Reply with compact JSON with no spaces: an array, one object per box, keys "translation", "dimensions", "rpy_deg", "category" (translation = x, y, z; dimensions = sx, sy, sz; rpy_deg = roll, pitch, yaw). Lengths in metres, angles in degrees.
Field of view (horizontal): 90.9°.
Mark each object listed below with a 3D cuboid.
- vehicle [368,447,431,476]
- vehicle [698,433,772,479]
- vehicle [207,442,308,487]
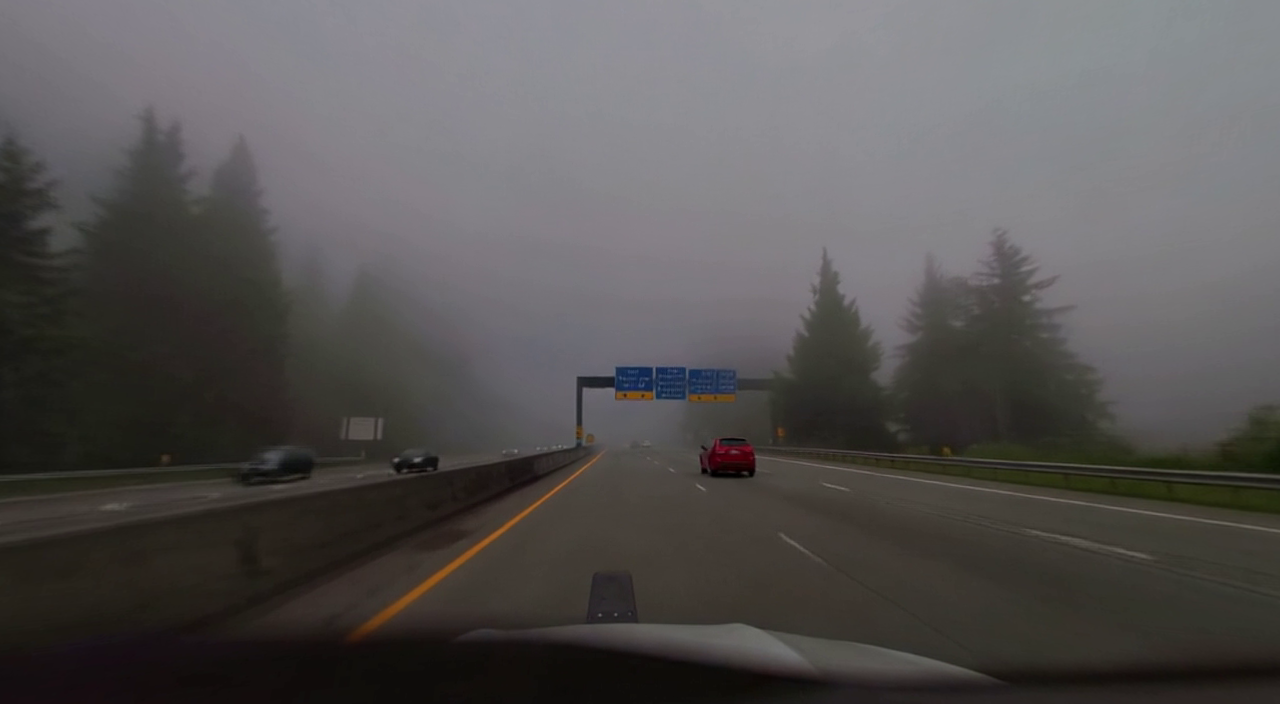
[{"translation":[-13.595,6.196,35.900],"dimensions":[1.951,1.474,4.413],"rpy_deg":[0,-8,-2],"category":"vehicle"},{"translation":[3.437,3.835,23.618],"dimensions":[1.958,1.526,4.227],"rpy_deg":[0,-8,-3],"category":"vehicle"},{"translation":[-16.989,4.956,28.264],"dimensions":[1.910,1.796,4.280],"rpy_deg":[0,-8,-2],"category":"vehicle"}]
